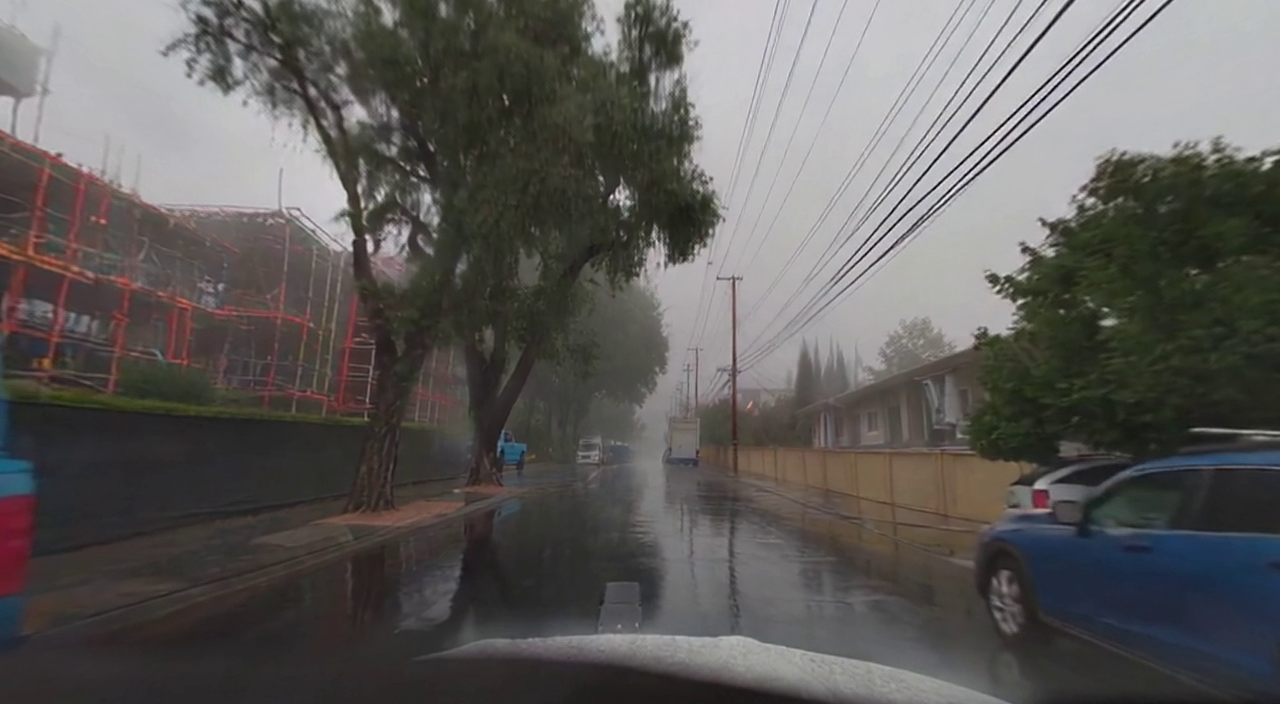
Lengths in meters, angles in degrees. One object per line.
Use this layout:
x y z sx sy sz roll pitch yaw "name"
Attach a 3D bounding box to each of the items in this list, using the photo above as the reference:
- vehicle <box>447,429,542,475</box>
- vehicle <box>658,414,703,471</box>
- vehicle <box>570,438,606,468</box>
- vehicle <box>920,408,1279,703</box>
-6.467 4.562 28.913 2.238 1.895 5.648 -2 -9 9 "vehicle"
3.152 7.129 49.490 2.915 3.793 9.963 4 -8 4 "vehicle"
-3.966 7.767 48.828 2.171 1.910 4.789 -2 -4 3 "vehicle"
3.407 1.127 3.252 1.938 1.557 4.125 0 -9 -1 "vehicle"
